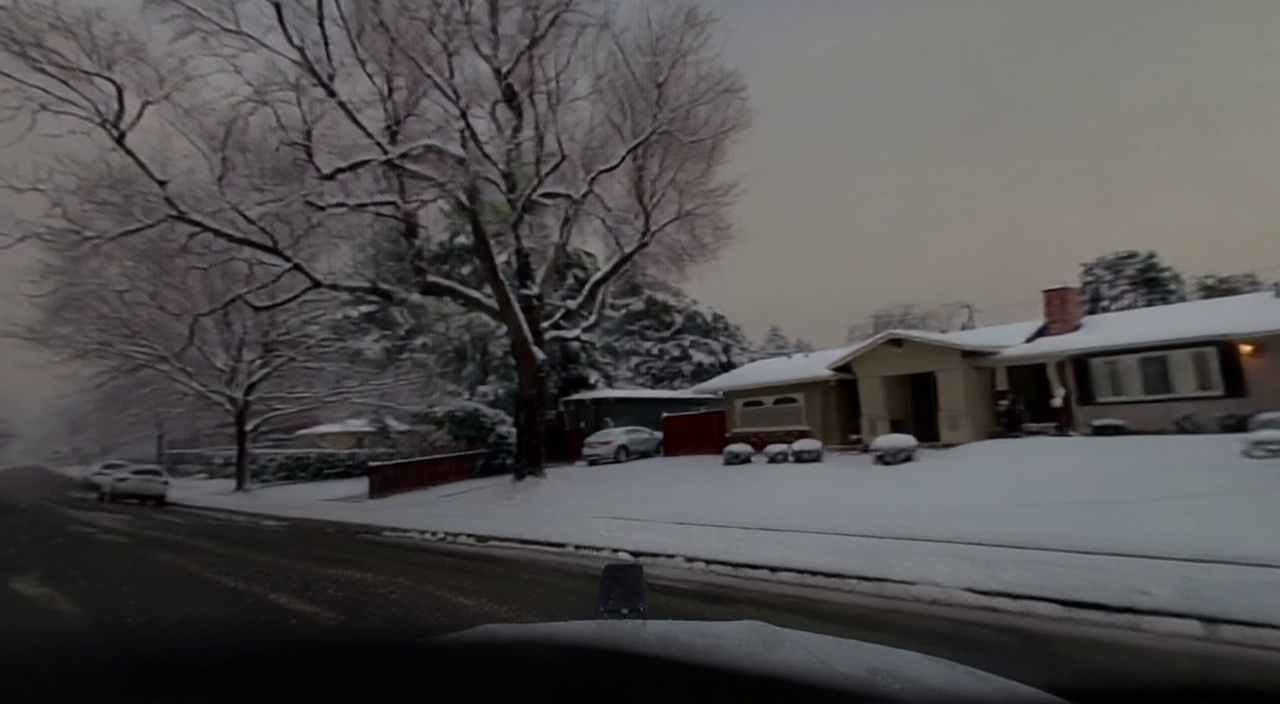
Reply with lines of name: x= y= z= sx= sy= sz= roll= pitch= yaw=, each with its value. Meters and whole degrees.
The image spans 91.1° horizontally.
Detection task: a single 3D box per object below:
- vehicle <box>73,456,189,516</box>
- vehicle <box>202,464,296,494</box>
vehicle: x=-17.751 y=4.556 z=21.827 sx=4.591 sy=1.760 sz=2.163 roll=-7 pitch=-11 yaw=40
vehicle: x=-22.554 y=7.287 z=36.282 sx=4.457 sy=1.510 sz=1.762 roll=6 pitch=-10 yaw=-34
